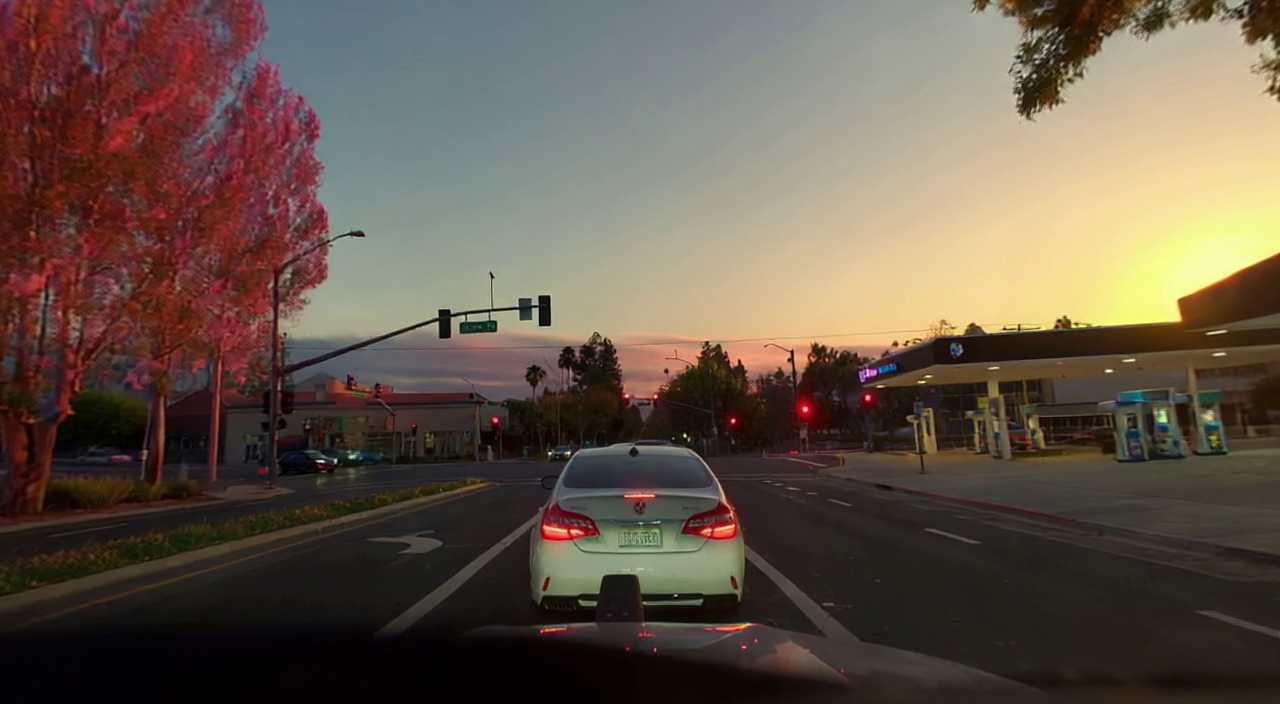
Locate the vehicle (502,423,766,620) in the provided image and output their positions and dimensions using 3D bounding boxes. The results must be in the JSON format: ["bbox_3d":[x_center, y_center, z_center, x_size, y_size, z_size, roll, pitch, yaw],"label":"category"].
[{"bbox_3d":[-0.049,1.597,6.906,2.010,1.482,4.057,0,-8,0],"label":"vehicle"}]

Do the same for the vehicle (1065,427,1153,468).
[{"bbox_3d":[18.587,3.759,24.904,4.091,1.495,2.053,8,-12,-44],"label":"vehicle"}]
